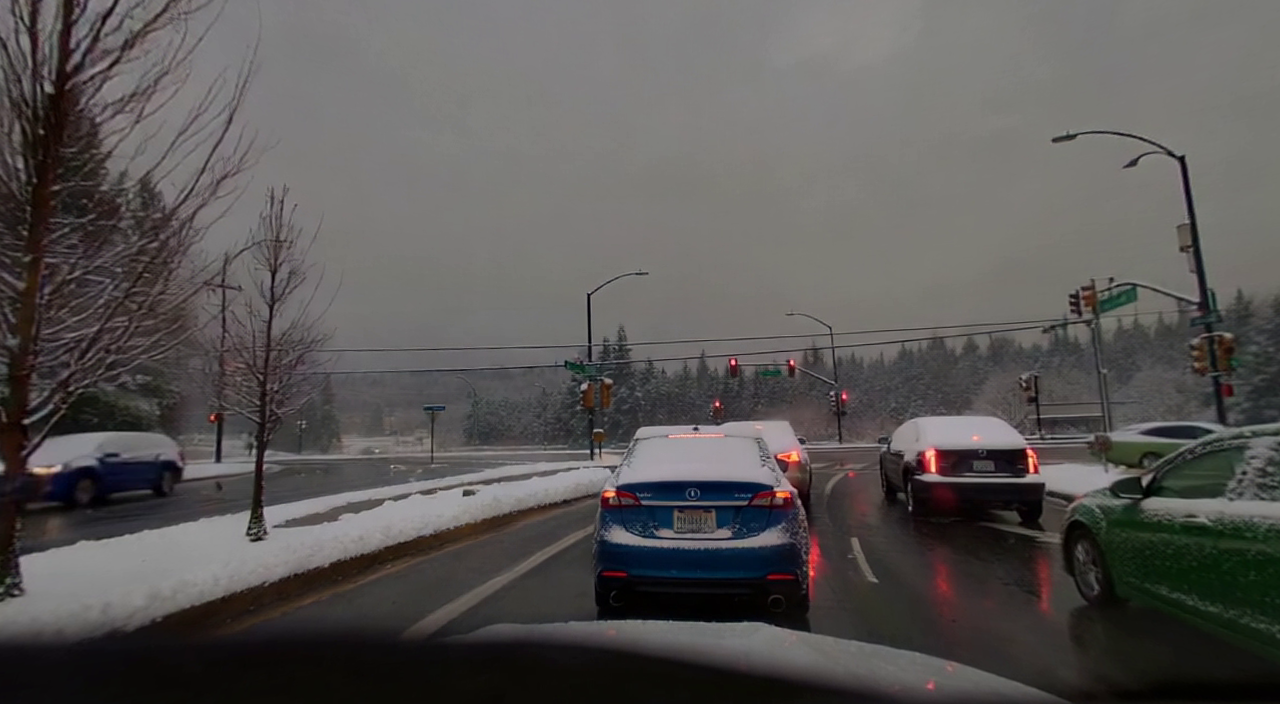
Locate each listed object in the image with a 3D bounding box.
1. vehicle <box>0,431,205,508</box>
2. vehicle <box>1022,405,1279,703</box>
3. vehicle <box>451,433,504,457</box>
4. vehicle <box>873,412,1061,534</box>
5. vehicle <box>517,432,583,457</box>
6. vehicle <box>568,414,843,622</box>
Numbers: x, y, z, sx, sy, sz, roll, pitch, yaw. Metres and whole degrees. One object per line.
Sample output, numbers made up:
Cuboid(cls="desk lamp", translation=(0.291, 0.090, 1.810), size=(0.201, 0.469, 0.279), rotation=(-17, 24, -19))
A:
Cuboid(cls="vehicle", translation=(-12.266, 2.601, 14.451), size=(1.976, 1.458, 4.645), rotation=(2, -8, -12))
Cuboid(cls="vehicle", translation=(4.239, 1.061, 3.378), size=(1.954, 1.508, 4.441), rotation=(-1, -8, 6))
Cuboid(cls="vehicle", translation=(-12.511, 7.123, 48.186), size=(1.972, 1.705, 4.457), rotation=(8, -11, -44))
Cuboid(cls="vehicle", translation=(5.519, 2.054, 11.296), size=(2.102, 1.717, 4.373), rotation=(-2, -9, 16))
Cuboid(cls="vehicle", translation=(-6.005, 6.109, 41.533), size=(1.932, 1.573, 4.509), rotation=(8, -12, -44))
Cuboid(cls="vehicle", translation=(0.844, 1.500, 6.694), size=(2.052, 1.483, 3.928), rotation=(-2, -8, 12))
